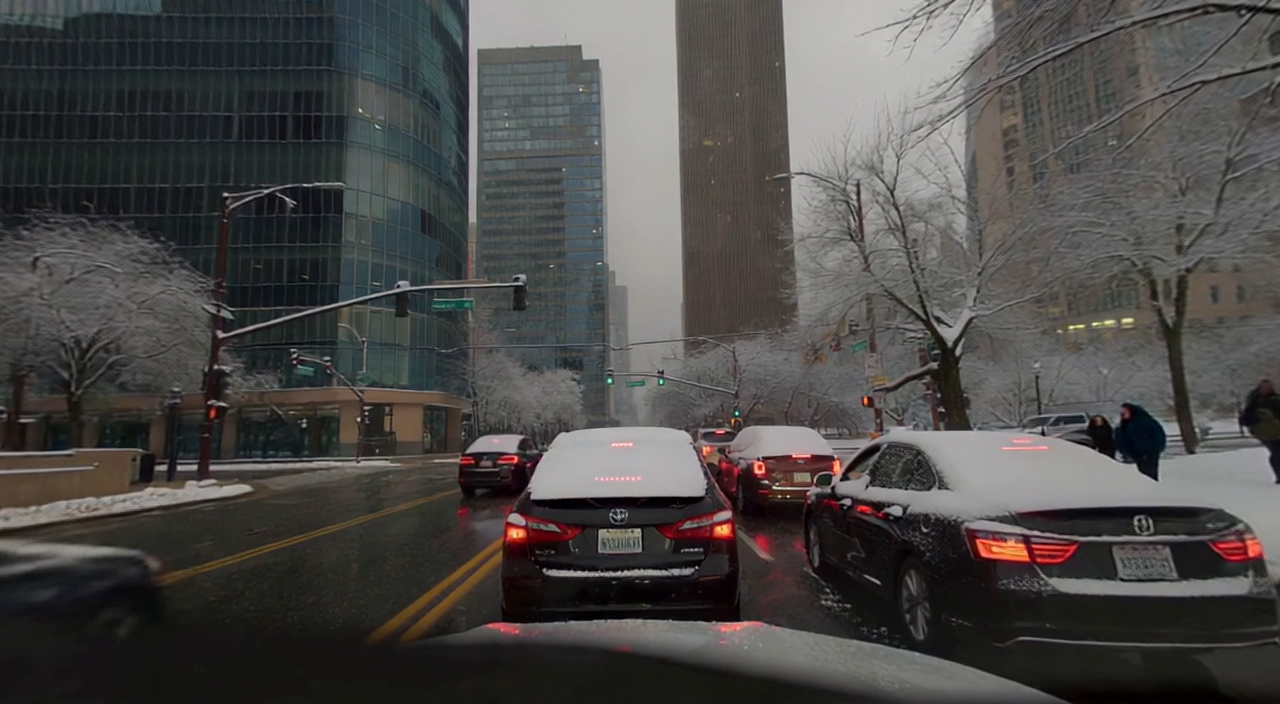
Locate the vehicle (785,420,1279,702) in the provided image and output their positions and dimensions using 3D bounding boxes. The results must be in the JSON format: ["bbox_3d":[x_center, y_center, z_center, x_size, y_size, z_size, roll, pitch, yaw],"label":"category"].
[{"bbox_3d":[2.757,1.405,5.443,1.952,1.464,4.165,0,-8,-1],"label":"vehicle"}]

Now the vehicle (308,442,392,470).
[{"bbox_3d":[-16.780,6.009,36.390,4.265,1.531,1.857,-3,-9,20],"label":"vehicle"}]

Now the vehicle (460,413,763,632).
[{"bbox_3d":[-0.268,1.469,6.411,2.072,1.476,4.078,0,-8,-2],"label":"vehicle"}]

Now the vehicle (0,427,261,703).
[{"bbox_3d":[-3.462,0.906,1.726,1.957,1.427,4.531,0,-8,1],"label":"vehicle"}]
